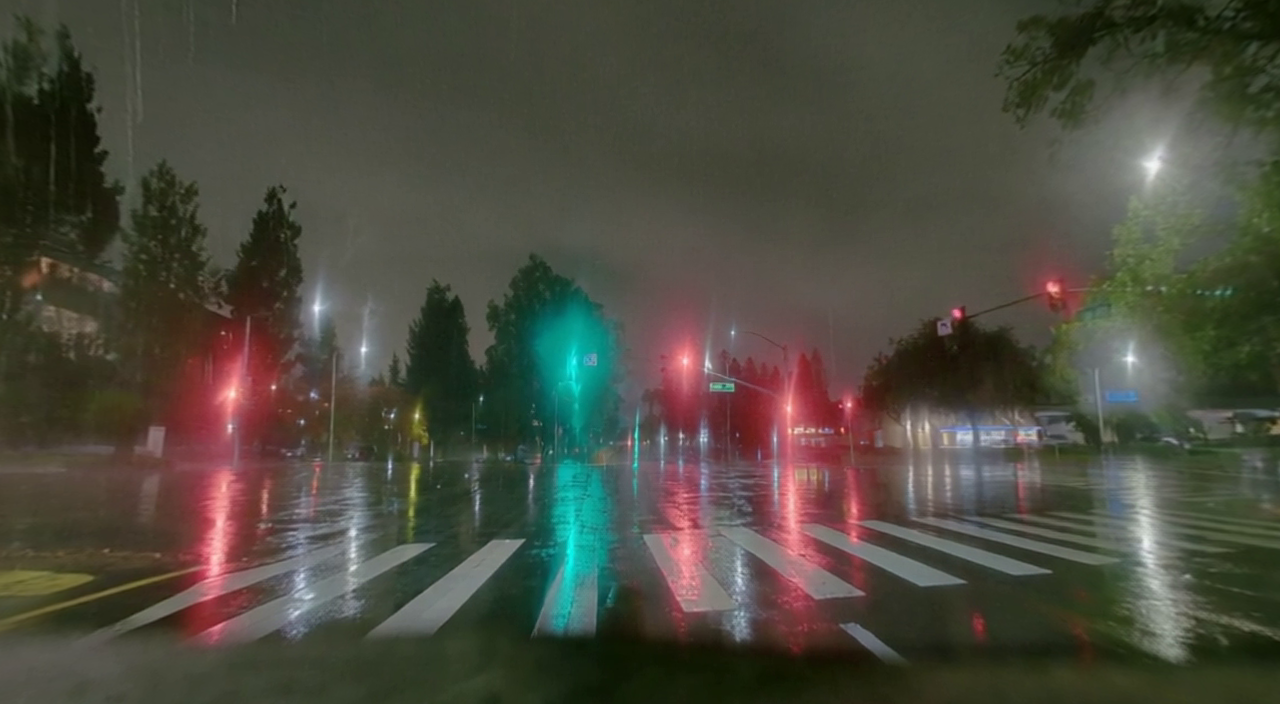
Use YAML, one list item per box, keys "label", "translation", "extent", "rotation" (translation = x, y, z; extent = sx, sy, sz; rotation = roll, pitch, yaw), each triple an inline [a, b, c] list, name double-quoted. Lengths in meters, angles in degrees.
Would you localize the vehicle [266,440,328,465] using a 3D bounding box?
- label: "vehicle"
  translation: [-21.855, 6.407, 40.426]
  extent: [2.005, 1.496, 4.020]
  rotation: [1, -9, -6]
